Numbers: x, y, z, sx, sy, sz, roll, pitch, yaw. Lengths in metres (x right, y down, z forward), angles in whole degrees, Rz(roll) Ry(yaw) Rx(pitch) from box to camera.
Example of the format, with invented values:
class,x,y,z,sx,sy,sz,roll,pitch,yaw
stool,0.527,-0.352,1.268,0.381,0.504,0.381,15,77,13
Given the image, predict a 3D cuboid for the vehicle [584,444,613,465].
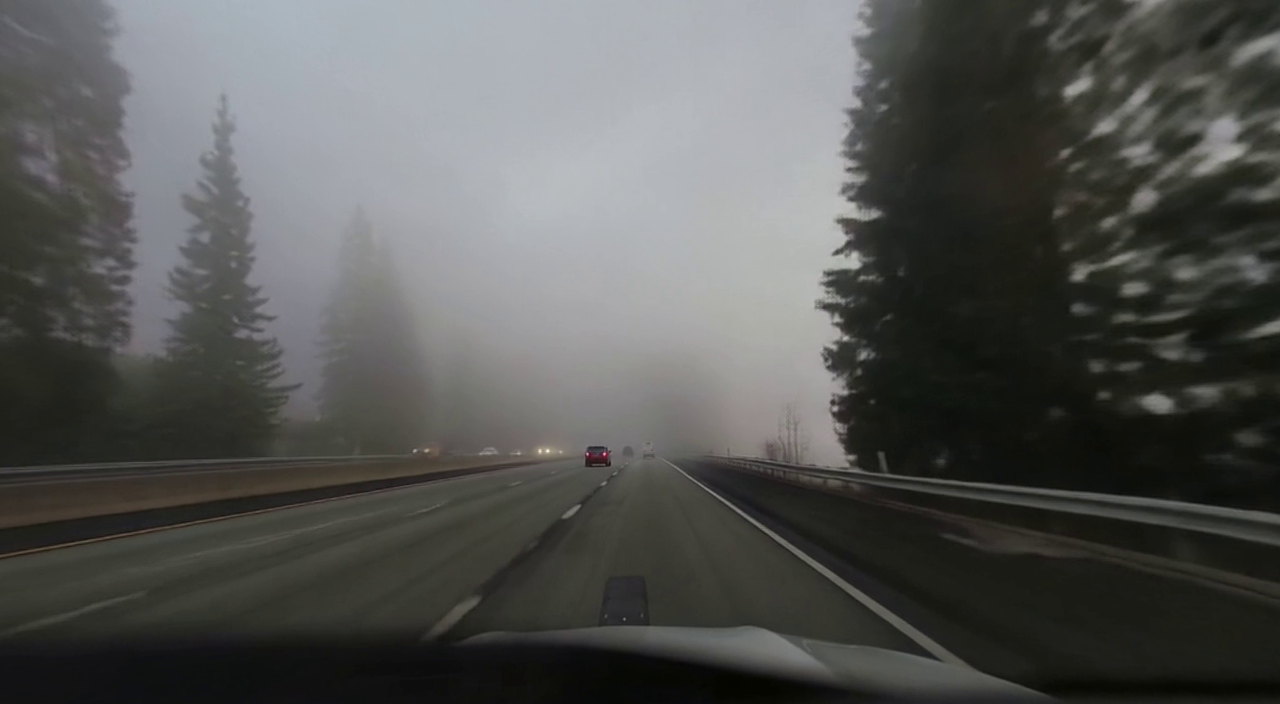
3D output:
class,x,y,z,sx,sy,sz,roll,pitch,yaw
vehicle,-3.193,8.024,49.437,1.993,1.589,3.898,0,-8,1
